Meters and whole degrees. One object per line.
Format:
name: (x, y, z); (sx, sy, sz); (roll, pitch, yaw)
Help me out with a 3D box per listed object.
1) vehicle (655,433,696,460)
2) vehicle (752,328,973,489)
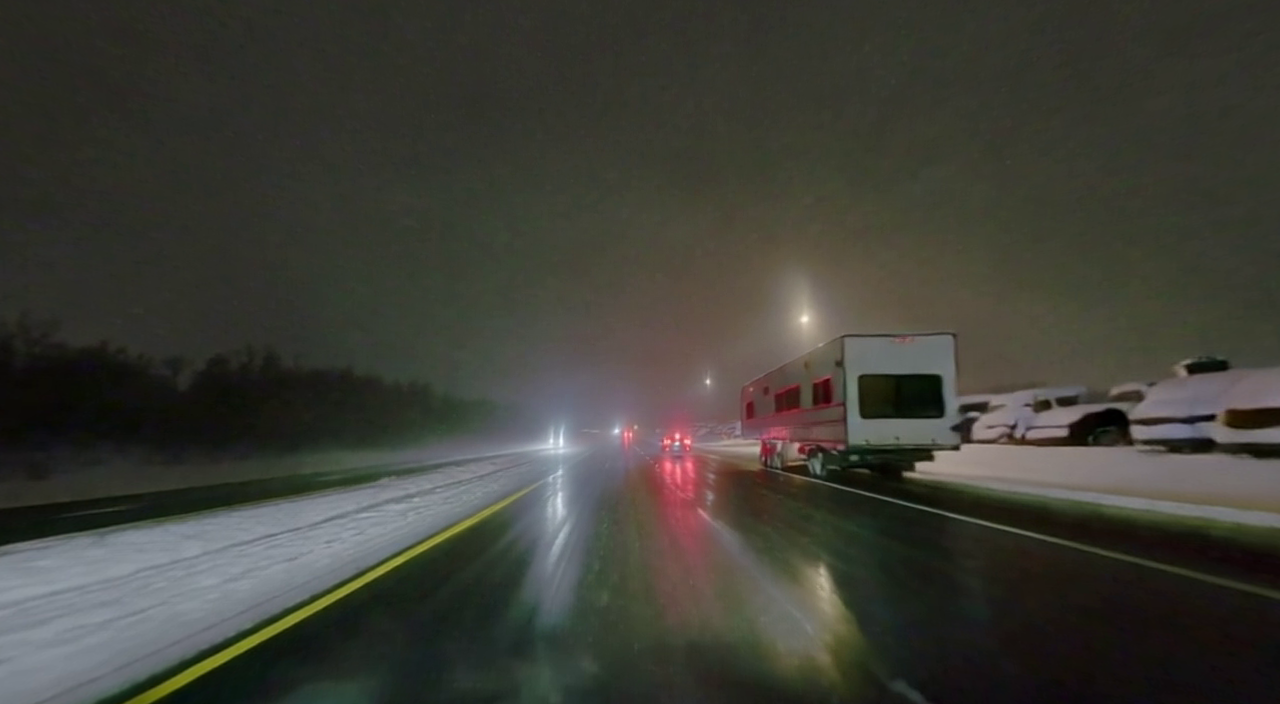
vehicle: (1.993, 5.449, 36.477); (2.037, 1.504, 4.248); (0, -8, -2)
vehicle: (6.884, 2.348, 23.052); (2.937, 4.119, 14.096); (0, -8, 0)
